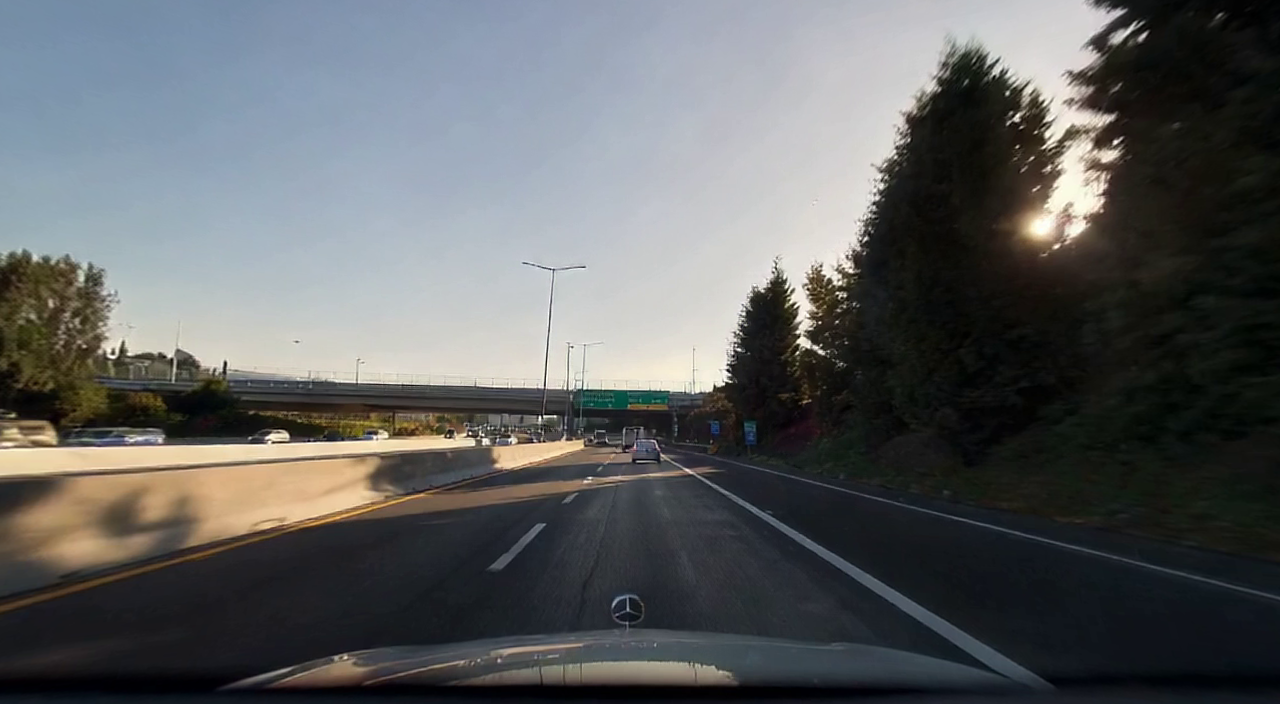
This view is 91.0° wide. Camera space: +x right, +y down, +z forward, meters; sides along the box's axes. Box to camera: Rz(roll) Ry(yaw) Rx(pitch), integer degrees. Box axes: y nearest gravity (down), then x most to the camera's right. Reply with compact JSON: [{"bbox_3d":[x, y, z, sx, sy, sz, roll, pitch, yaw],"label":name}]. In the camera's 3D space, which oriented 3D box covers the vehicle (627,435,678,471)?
[{"bbox_3d":[0.514,4.566,28.639,2.130,1.512,4.057,0,-8,0],"label":"vehicle"}]
